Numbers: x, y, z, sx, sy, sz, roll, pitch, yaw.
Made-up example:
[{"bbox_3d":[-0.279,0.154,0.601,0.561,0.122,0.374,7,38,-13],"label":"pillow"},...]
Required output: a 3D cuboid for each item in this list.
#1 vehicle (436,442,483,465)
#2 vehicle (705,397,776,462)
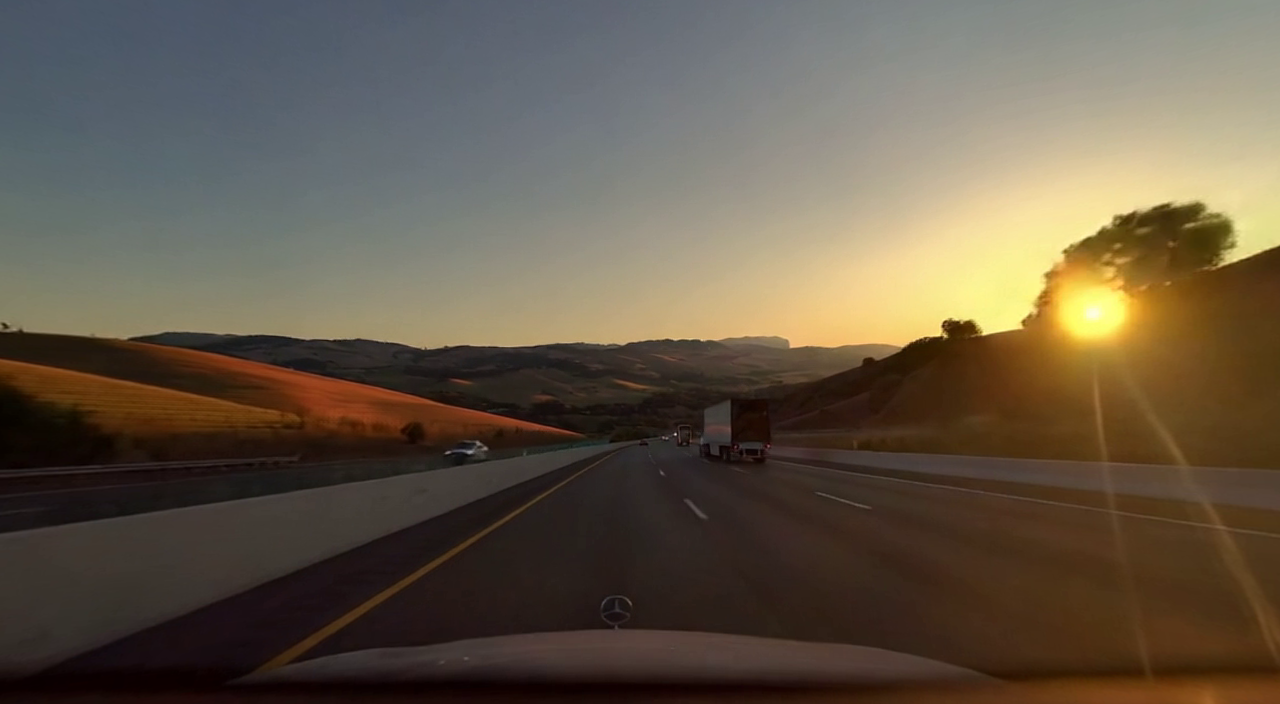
[{"bbox_3d":[-12.474,6.989,43.725,1.977,1.473,4.523,0,-8,0],"label":"vehicle"},{"bbox_3d":[7.052,5.856,46.656,2.885,4.075,13.981,0,-8,0],"label":"vehicle"}]
